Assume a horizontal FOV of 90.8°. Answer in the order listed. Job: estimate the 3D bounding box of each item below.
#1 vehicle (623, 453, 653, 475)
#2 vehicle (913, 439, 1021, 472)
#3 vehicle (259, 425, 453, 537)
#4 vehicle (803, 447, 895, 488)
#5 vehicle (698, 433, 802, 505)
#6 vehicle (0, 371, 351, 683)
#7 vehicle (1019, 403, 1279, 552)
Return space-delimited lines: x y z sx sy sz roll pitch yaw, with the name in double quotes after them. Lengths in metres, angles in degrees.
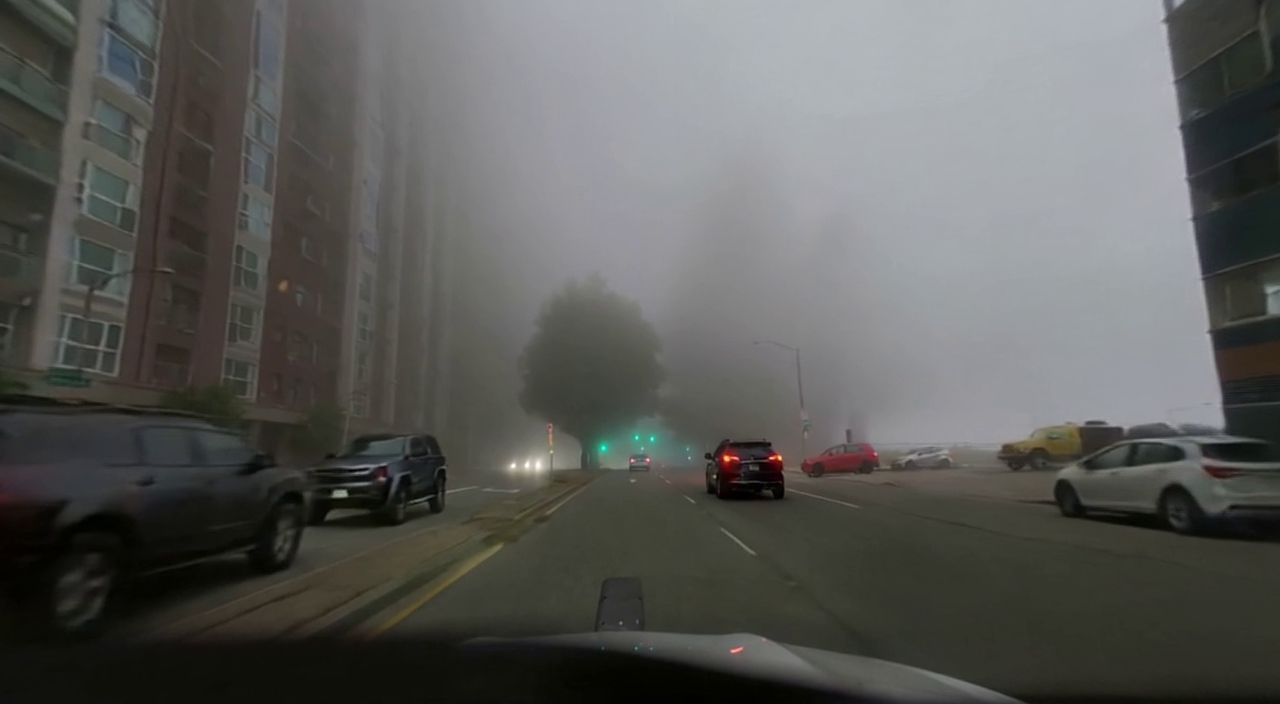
-0.197 8.180 46.360 2.059 1.492 4.033 0 -8 -2 "vehicle"
16.914 5.352 32.782 4.612 1.632 1.858 1 -8 -6 "vehicle"
-5.482 2.518 13.005 2.080 1.857 4.456 0 -8 -3 "vehicle"
8.683 4.820 26.804 1.940 1.512 5.129 0 -8 -3 "vehicle"
3.083 3.418 18.934 2.129 1.844 4.767 0 -8 -2 "vehicle"
-4.838 1.305 5.512 2.009 1.837 5.590 0 -8 0 "vehicle"
8.964 1.993 10.757 1.939 1.927 4.833 0 -8 -1 "vehicle"
